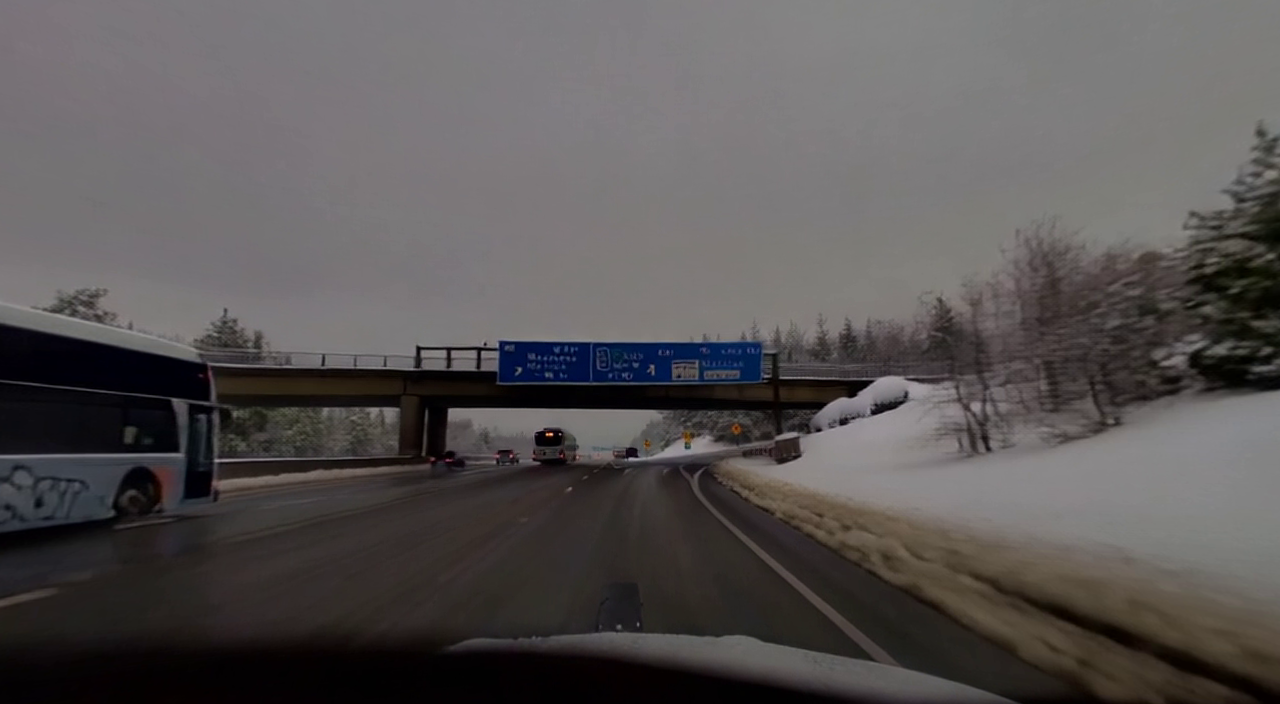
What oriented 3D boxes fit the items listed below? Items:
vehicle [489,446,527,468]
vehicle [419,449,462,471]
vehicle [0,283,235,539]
[{"bbox_3d":[-10.399,8.283,49.929,1.979,1.600,4.516,0,-8,1],"label":"vehicle"},{"bbox_3d":[-14.577,7.885,46.248,1.878,1.470,3.825,0,-8,0],"label":"vehicle"},{"bbox_3d":[-10.514,0.571,7.068,2.986,3.574,13.570,0,-8,0],"label":"vehicle"}]
